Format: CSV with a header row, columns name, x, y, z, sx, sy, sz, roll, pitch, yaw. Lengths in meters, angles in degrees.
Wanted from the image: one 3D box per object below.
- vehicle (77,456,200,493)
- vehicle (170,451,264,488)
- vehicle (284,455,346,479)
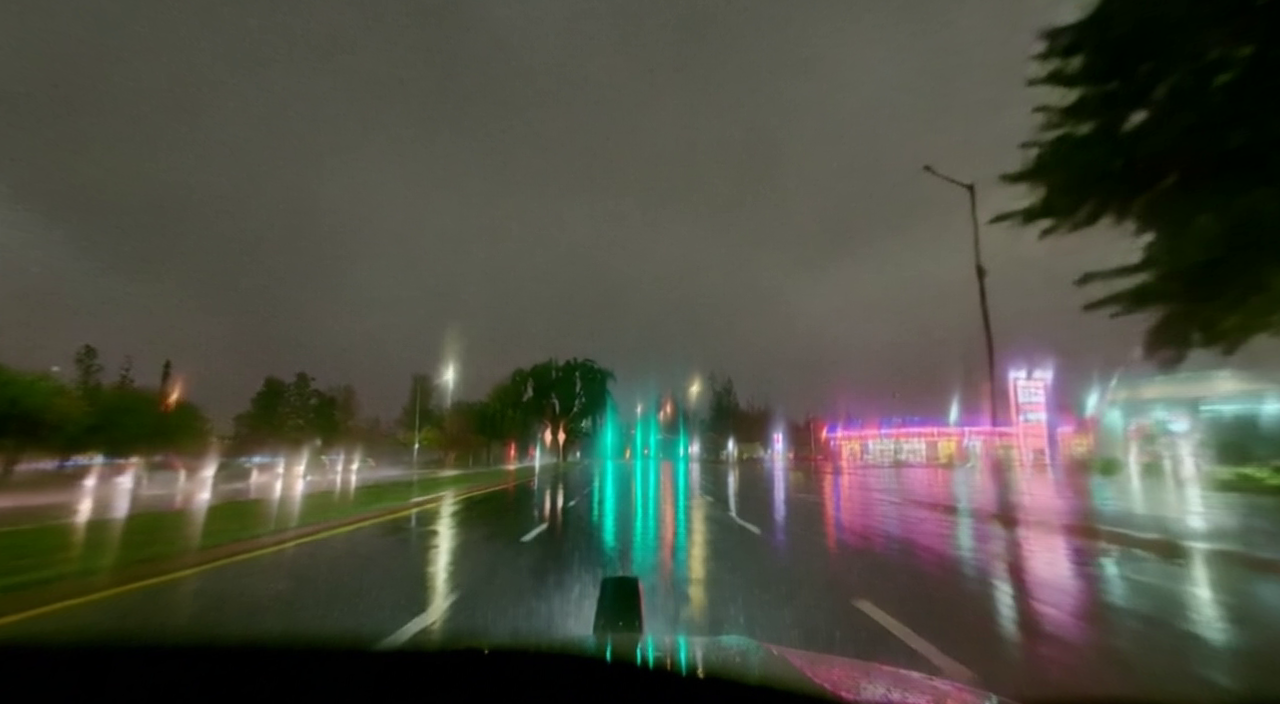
name,x,y,z,sx,sy,sz,roll,pitch,yaw
vehicle,-22.491,5.472,28.588,1.846,1.452,4.484,-1,-9,0
vehicle,-22.430,6.254,33.728,1.902,1.609,4.689,-7,-10,-1
vehicle,-22.392,7.894,43.696,1.771,1.524,4.592,-1,-9,1
